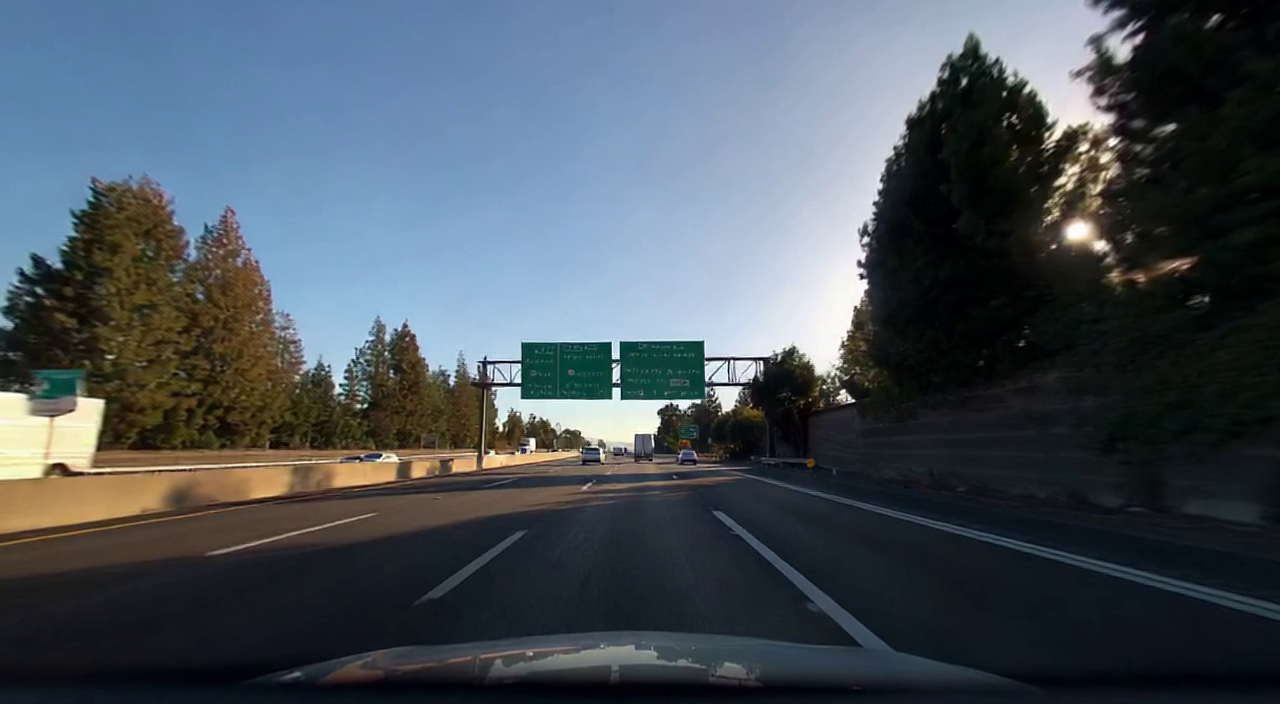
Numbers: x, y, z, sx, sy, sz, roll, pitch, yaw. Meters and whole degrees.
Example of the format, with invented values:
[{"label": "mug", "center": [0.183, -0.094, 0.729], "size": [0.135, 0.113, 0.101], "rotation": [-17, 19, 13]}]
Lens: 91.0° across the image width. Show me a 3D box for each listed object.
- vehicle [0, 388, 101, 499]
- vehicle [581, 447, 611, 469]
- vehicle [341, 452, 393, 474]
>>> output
[{"label": "vehicle", "center": [-24.137, 2.729, 18.864], "size": [2.870, 3.910, 14.757], "rotation": [0, -8, 0]}, {"label": "vehicle", "center": [-3.217, 7.870, 46.737], "size": [1.996, 1.521, 3.912], "rotation": [0, -8, 0]}, {"label": "vehicle", "center": [-19.879, 8.088, 46.058], "size": [1.854, 1.430, 4.222], "rotation": [0, -8, 1]}]
